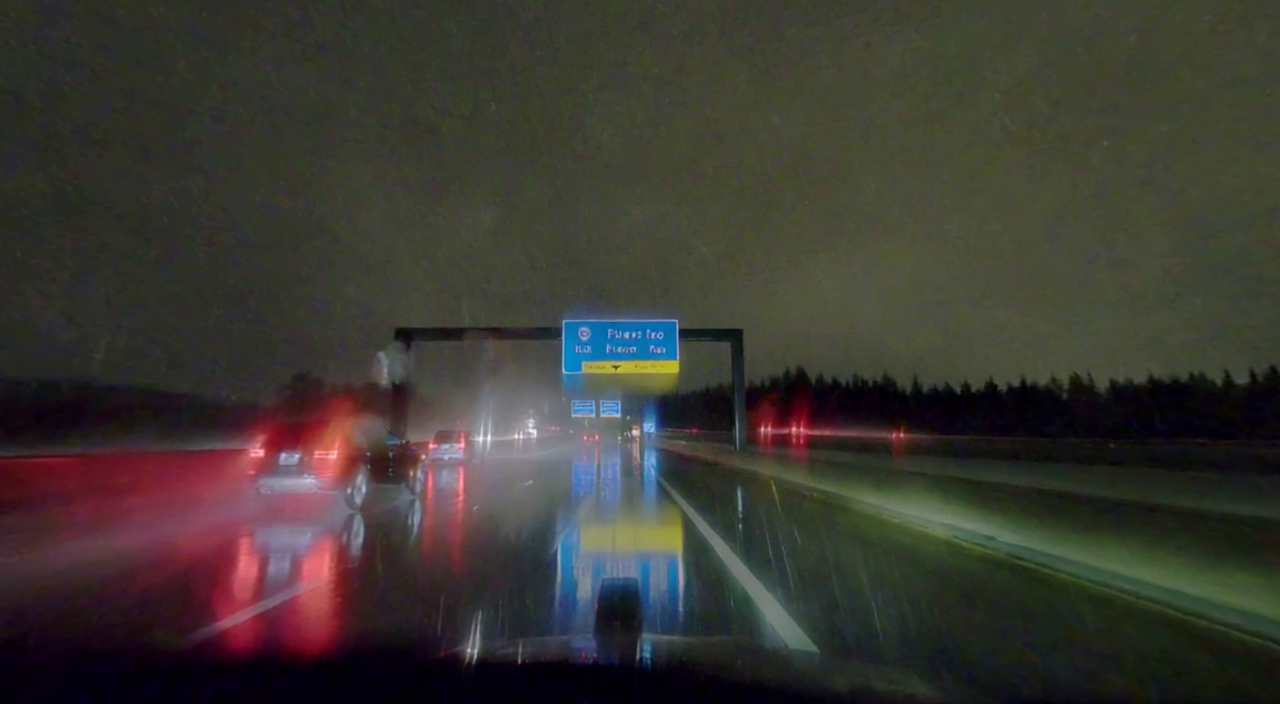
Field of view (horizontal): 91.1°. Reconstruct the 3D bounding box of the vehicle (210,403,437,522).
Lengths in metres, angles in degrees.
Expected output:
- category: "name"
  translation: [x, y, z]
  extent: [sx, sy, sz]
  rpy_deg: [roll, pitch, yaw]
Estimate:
- category: "vehicle"
  translation: [-5.303, 1.887, 11.284]
  extent: [2.007, 1.727, 4.040]
  rpy_deg: [0, -8, -1]
